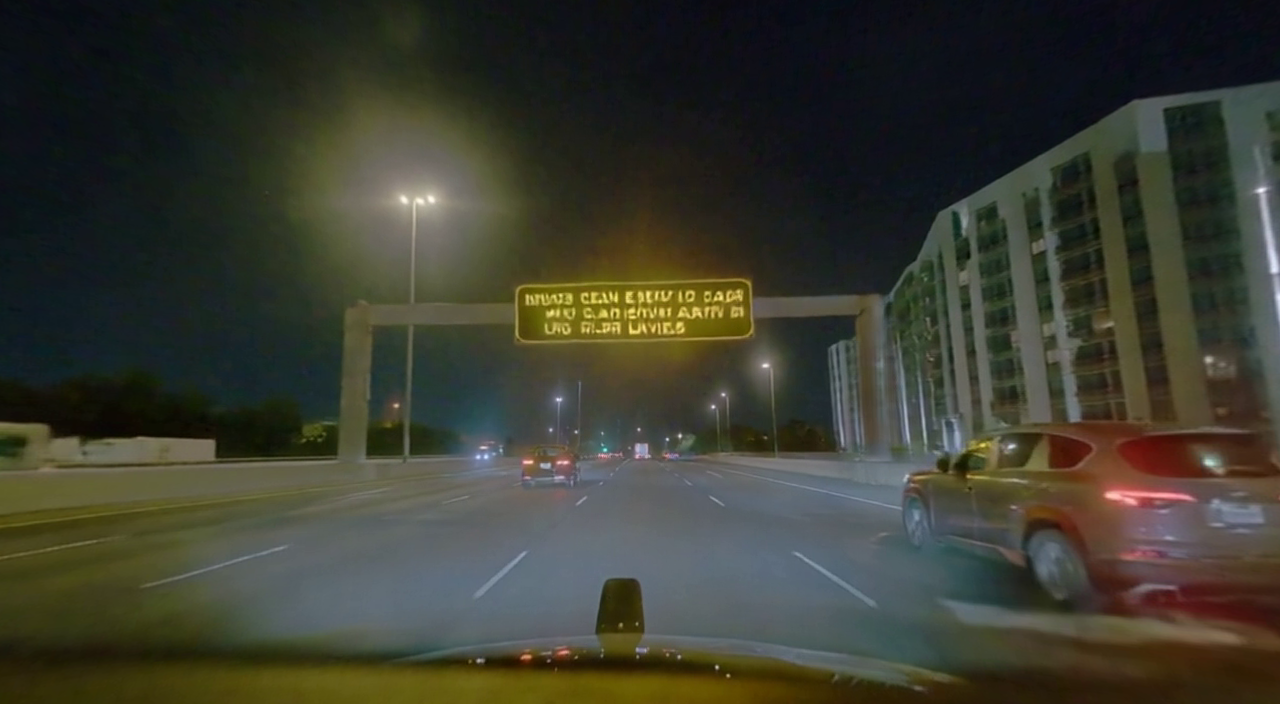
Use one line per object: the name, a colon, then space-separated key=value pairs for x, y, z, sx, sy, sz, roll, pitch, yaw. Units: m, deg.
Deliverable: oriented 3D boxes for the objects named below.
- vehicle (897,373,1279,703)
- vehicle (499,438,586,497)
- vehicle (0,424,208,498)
vehicle: x=4.355 y=1.320 z=5.562 sx=2.170 sy=1.733 sz=4.631 roll=0 pitch=-9 yaw=0
vehicle: x=-3.103 y=3.791 z=21.071 sx=2.075 sy=1.721 sz=4.763 roll=0 pitch=-9 yaw=1
vehicle: x=-35.284 y=6.923 z=40.728 sx=2.887 sy=3.890 sz=16.694 roll=0 pitch=-9 yaw=0
